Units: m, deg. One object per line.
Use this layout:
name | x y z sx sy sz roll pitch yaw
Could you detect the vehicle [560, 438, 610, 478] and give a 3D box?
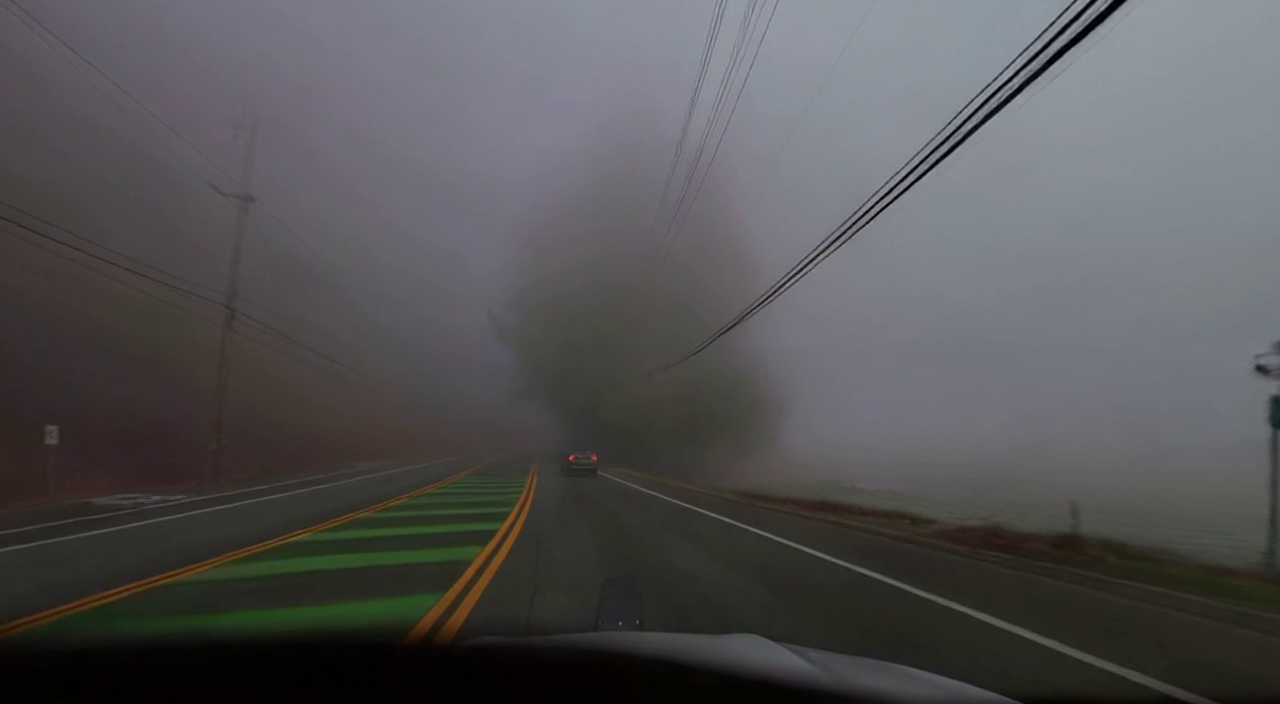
vehicle | -2.798 5.154 31.048 2.140 1.767 4.720 1 -9 -9
